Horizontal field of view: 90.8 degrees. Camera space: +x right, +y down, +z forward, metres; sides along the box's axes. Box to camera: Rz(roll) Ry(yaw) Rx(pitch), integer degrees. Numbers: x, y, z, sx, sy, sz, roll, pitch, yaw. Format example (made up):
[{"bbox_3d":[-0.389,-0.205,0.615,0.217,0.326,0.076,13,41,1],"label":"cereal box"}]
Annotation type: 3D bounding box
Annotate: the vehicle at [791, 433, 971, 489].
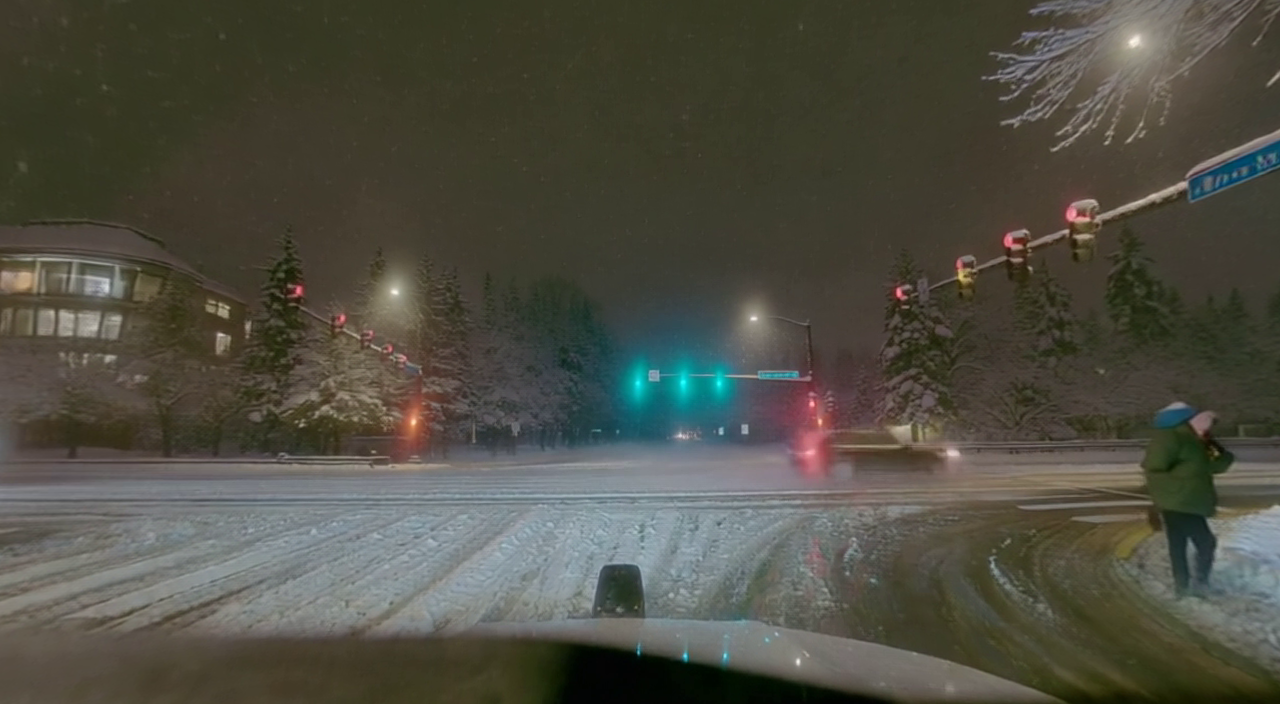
[{"bbox_3d":[6.984,3.202,18.694,4.502,1.512,1.917,0,-9,0],"label":"vehicle"}]
